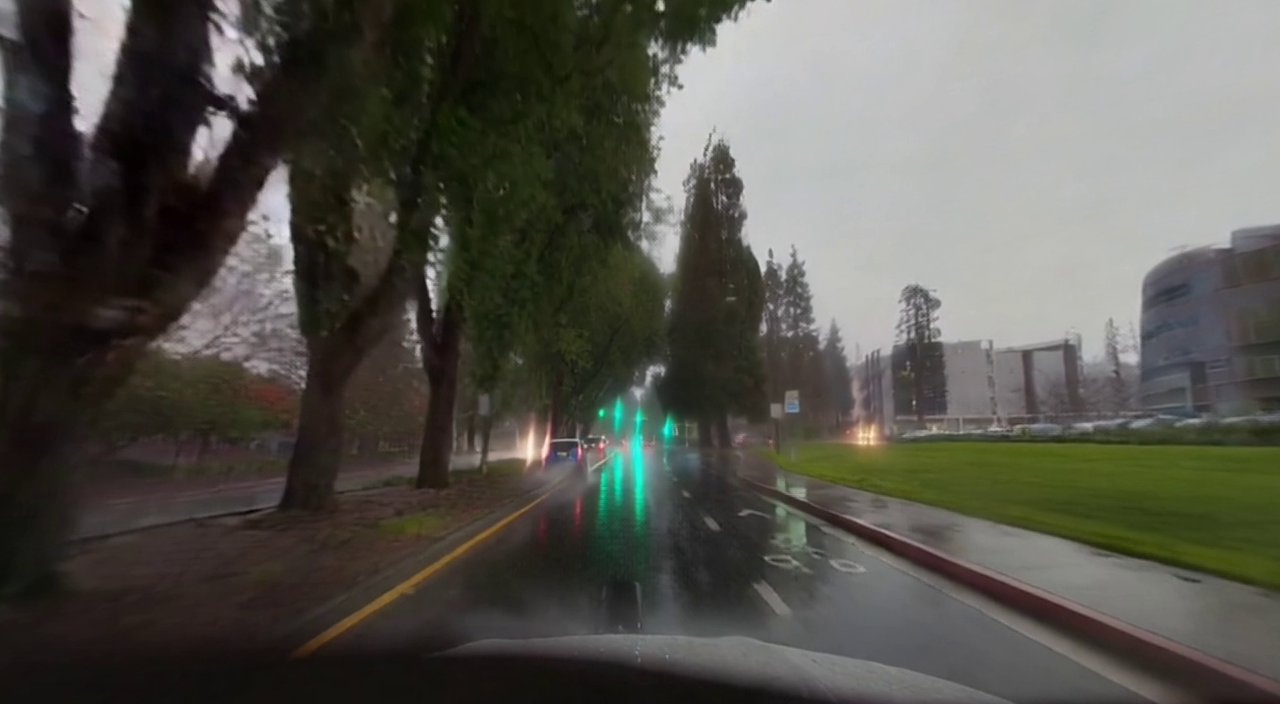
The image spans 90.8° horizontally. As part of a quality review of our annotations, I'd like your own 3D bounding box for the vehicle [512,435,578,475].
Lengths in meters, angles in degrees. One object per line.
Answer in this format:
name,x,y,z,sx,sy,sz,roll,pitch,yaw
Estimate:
vehicle,-3.649,4.045,24.995,1.932,1.431,4.144,0,-8,1
